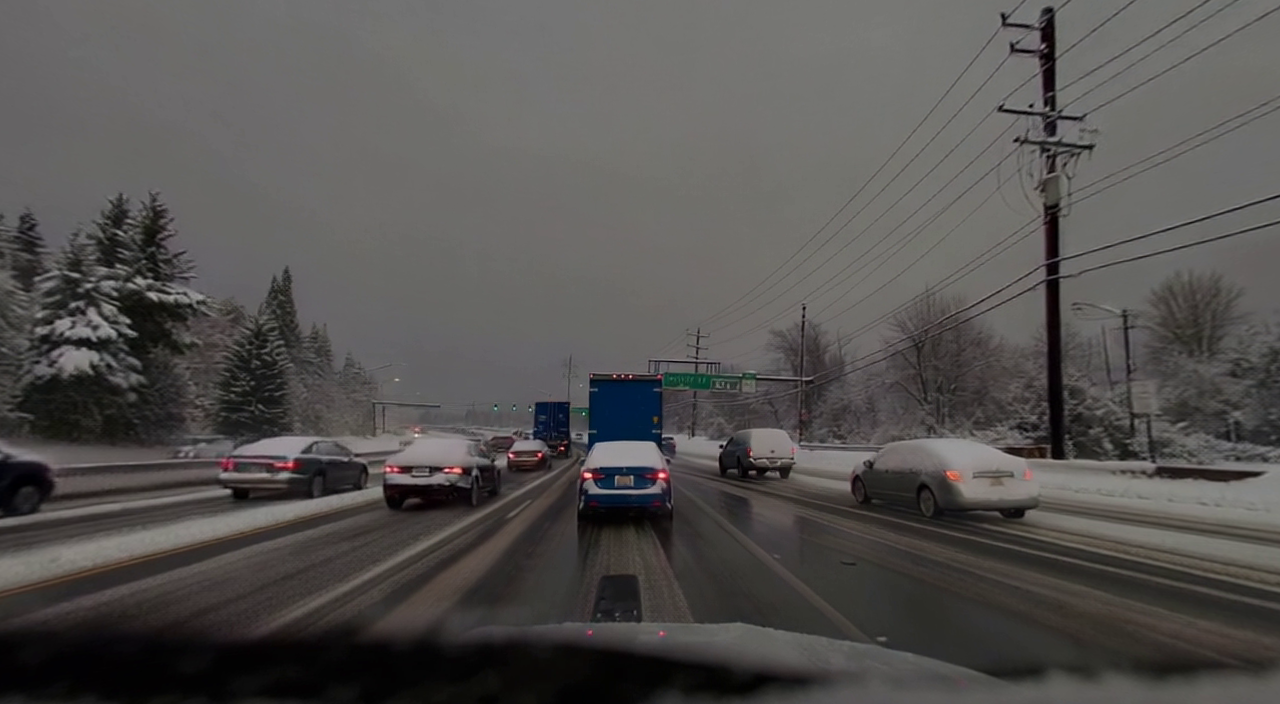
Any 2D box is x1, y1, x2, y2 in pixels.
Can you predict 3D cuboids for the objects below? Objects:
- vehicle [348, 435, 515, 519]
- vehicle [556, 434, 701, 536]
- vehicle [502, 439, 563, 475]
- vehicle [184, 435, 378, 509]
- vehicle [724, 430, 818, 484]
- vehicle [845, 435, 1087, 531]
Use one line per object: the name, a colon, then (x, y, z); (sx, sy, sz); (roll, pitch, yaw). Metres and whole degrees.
vehicle: (-4.182, 2.593, 13.747); (1.960, 1.450, 5.246); (0, -9, -1)
vehicle: (-0.282, 2.242, 11.255); (2.112, 1.463, 4.012); (0, -9, -3)
vehicle: (-4.723, 4.718, 28.553); (2.090, 1.463, 4.968); (0, -9, -2)
vehicle: (-8.261, 2.792, 15.211); (1.988, 1.472, 4.852); (0, -9, -3)
vehicle: (4.375, 3.588, 21.743); (2.023, 1.676, 4.002); (1, -9, -6)
vehicle: (5.581, 2.276, 11.571); (1.878, 1.406, 4.164); (1, -9, -6)
